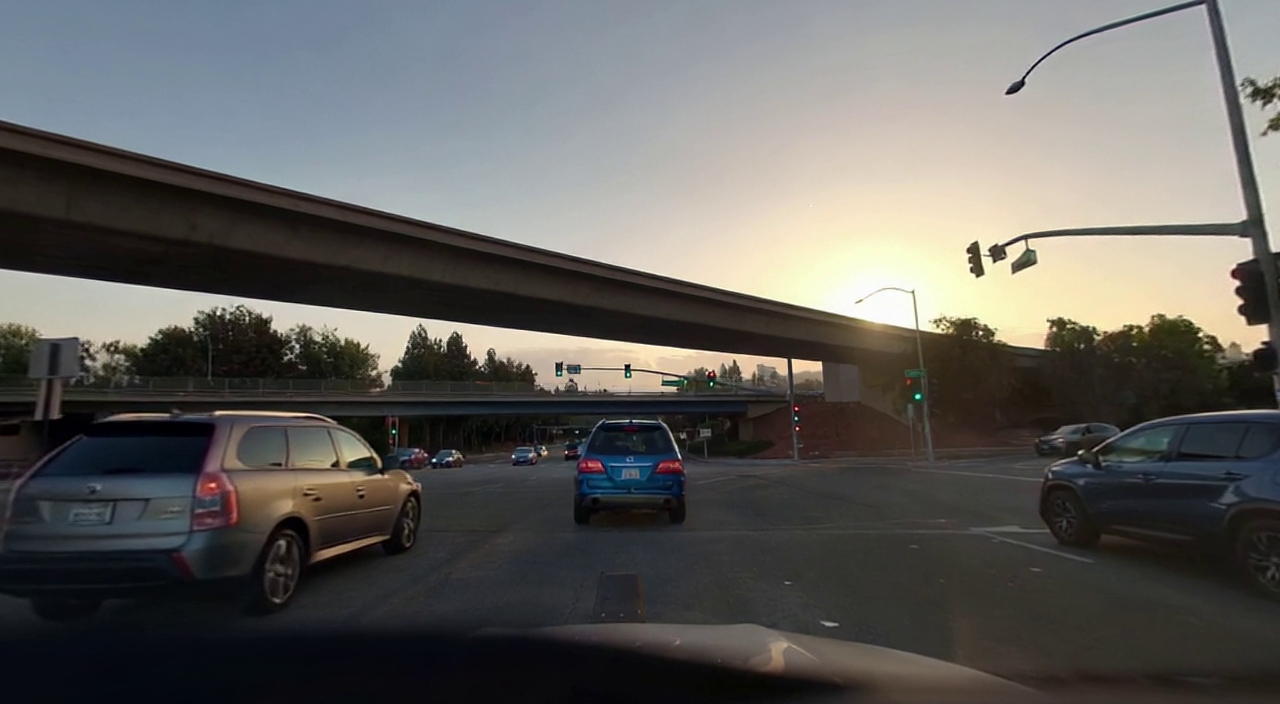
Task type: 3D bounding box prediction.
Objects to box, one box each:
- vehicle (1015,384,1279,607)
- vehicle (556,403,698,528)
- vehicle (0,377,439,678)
[{"bbox_3d":[6.208,1.354,6.456,2.074,1.785,4.320,0,-8,0],"label":"vehicle"},{"bbox_3d":[-0.279,2.212,12.815,2.342,2.026,4.642,0,-8,-2],"label":"vehicle"},{"bbox_3d":[-3.770,1.378,6.150,2.060,1.768,4.681,0,-8,0],"label":"vehicle"}]
